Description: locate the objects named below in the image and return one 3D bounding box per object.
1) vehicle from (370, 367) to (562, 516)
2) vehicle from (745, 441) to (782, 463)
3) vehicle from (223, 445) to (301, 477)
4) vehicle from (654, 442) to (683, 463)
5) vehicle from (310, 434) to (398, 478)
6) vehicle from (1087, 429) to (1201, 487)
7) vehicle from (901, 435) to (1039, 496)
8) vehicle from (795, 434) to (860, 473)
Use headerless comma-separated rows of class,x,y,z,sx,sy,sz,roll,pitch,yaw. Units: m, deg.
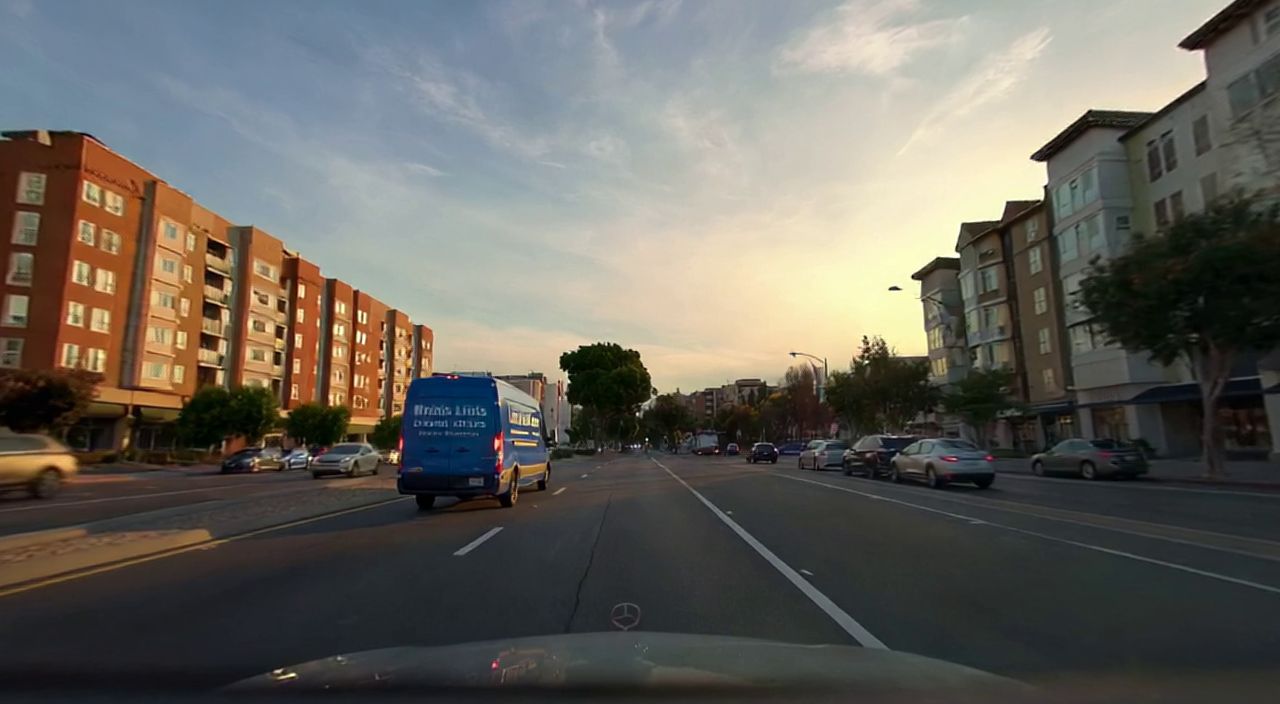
vehicle,-3.967,2.324,16.555,2.763,2.974,7.562,0,-8,1
vehicle,9.045,7.335,46.462,1.850,1.477,3.520,0,-8,-2
vehicle,-22.994,6.608,38.661,1.916,1.782,4.572,-1,-8,1
vehicle,2.122,7.656,48.354,1.878,1.534,4.120,0,-8,-3
vehicle,-13.352,4.872,29.868,2.041,1.863,4.639,0,-8,-2
vehicle,16.474,3.390,20.574,4.793,1.656,1.728,6,-10,-38
vehicle,9.085,3.136,17.813,1.802,1.504,3.797,0,-8,-1
vehicle,8.998,4.896,30.690,1.766,1.725,4.221,0,-8,-2
